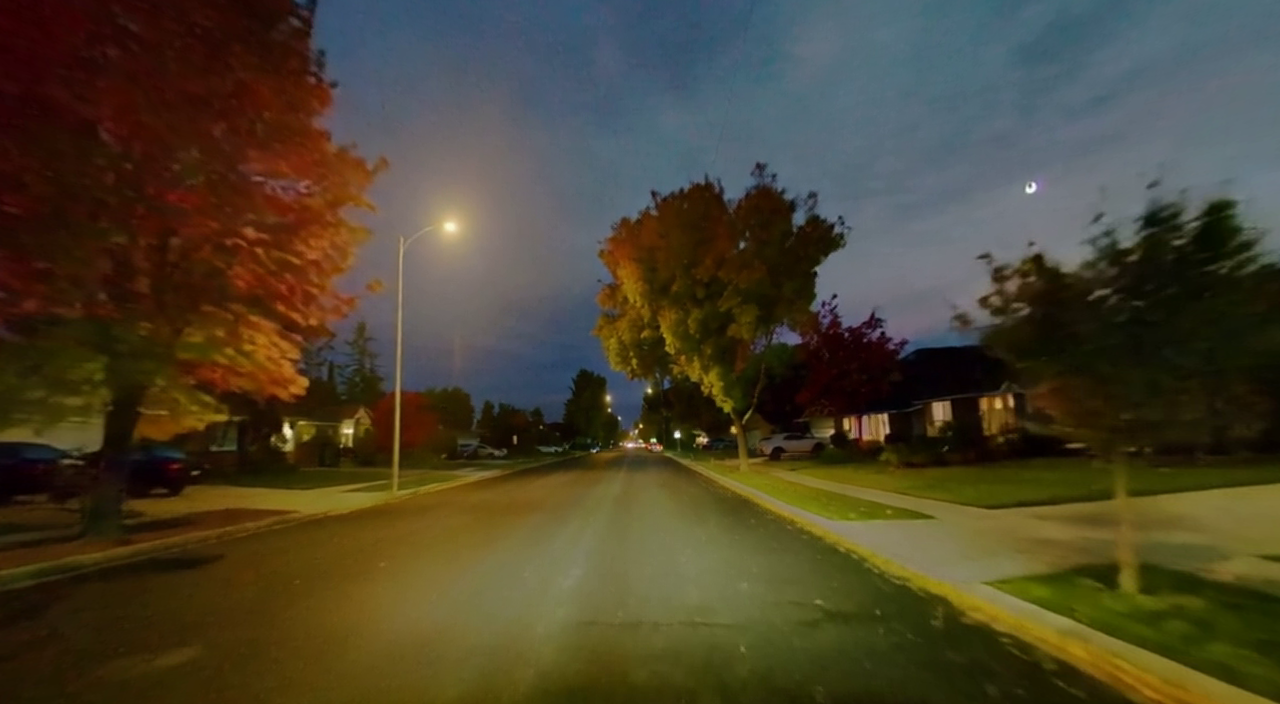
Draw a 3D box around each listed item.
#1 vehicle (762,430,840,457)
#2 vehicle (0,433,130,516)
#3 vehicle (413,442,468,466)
[{"bbox_3d":[10.395,5.961,41.112,4.582,1.680,2.223,0,-8,4],"label":"vehicle"},{"bbox_3d":[-15.107,2.745,14.554,4.830,1.725,2.116,0,-8,1],"label":"vehicle"},{"bbox_3d":[-14.221,7.286,45.347,1.982,1.596,3.988,-1,-9,13],"label":"vehicle"}]
